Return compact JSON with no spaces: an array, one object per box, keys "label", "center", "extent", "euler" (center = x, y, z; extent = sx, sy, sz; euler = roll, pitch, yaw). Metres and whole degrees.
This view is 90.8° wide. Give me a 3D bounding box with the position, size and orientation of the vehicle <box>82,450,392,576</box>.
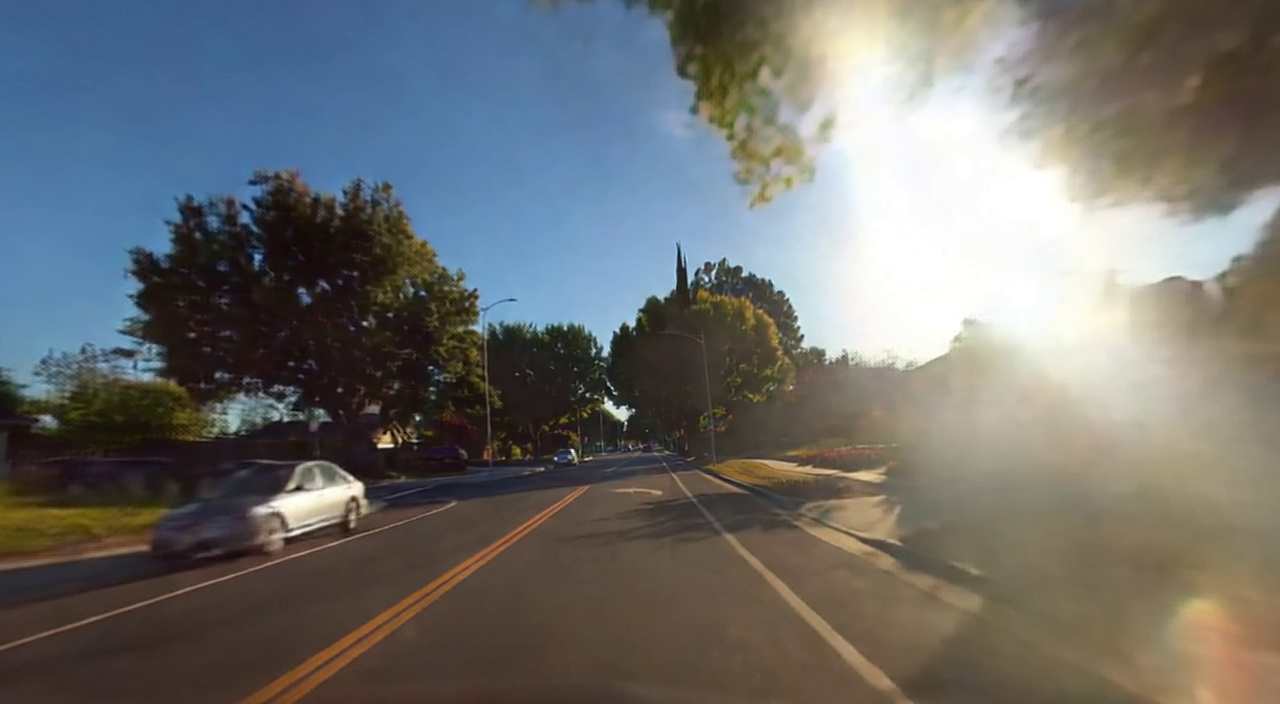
[{"label":"vehicle","center":[-6.814,2.716,11.790],"extent":[1.984,1.732,5.628],"euler":[-1,-9,1]}]
